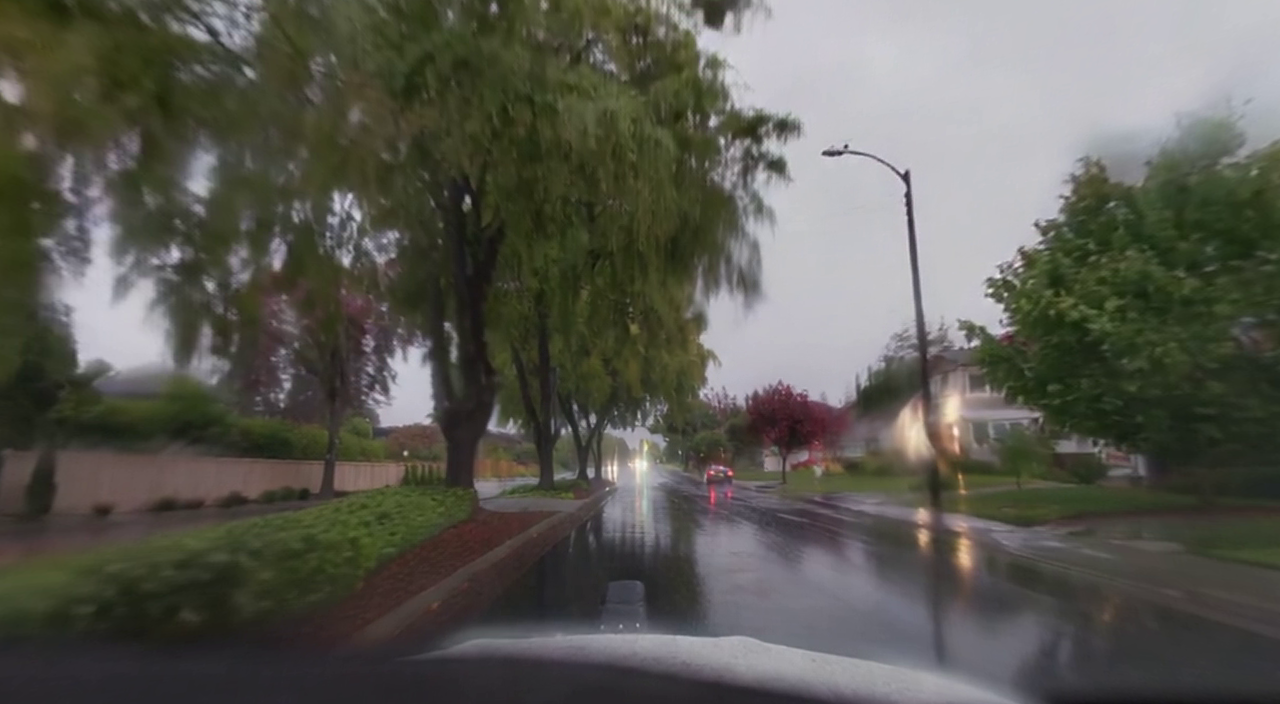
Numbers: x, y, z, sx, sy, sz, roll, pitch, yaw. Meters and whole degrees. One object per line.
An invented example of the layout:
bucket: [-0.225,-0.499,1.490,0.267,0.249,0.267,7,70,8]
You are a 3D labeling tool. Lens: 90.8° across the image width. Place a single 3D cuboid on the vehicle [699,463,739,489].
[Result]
vehicle: [5.046,8.007,41.028,1.904,1.475,4.386,0,-8,-1]
